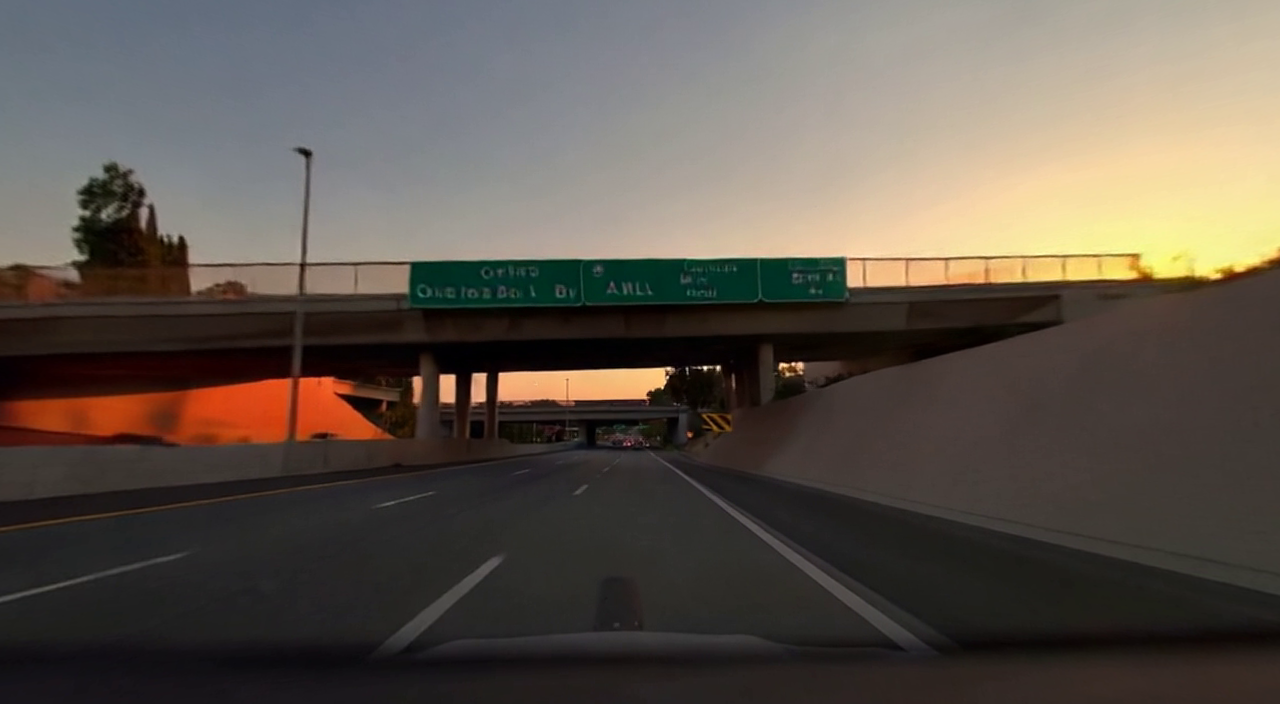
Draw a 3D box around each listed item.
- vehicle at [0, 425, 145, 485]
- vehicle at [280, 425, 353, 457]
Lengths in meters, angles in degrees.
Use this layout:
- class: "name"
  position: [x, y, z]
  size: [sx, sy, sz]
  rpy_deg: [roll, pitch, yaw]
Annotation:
- class: "vehicle"
  position: [-16.279, 2.810, 17.412]
  size: [1.733, 1.434, 4.293]
  rpy_deg: [-1, -8, -1]
- class: "vehicle"
  position: [-20.857, 5.785, 40.798]
  size: [2.148, 1.941, 4.901]
  rpy_deg: [0, -8, -1]
